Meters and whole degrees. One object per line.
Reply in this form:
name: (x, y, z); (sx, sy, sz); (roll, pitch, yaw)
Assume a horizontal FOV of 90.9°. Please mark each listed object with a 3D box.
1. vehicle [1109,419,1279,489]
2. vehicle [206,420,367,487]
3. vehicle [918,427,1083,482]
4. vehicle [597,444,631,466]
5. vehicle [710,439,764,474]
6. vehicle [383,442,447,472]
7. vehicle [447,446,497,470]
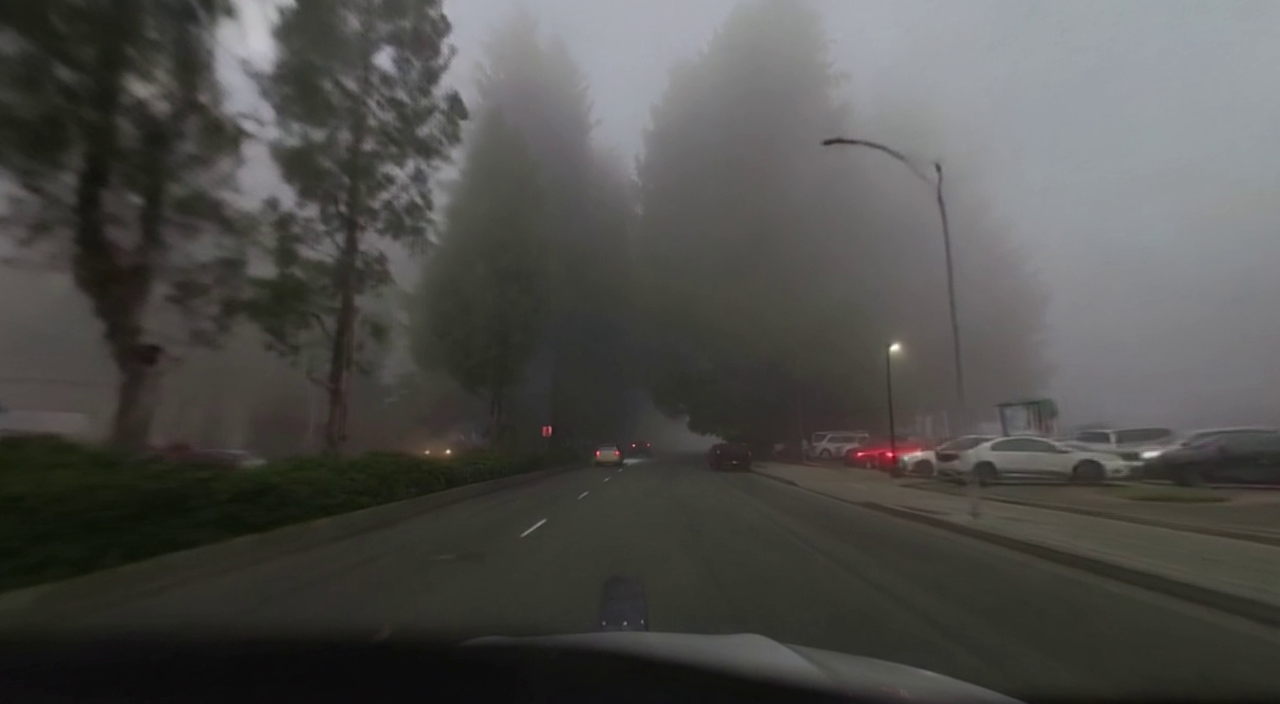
vehicle: (15.826, 2.836, 17.627); (1.823, 1.669, 4.863); (-1, -9, 3)
vehicle: (-18.516, 5.427, 34.116); (2.953, 3.076, 9.336); (0, -9, 3)
vehicle: (12.315, 3.530, 21.771); (4.454, 1.776, 1.891); (0, -9, 1)
vehicle: (-1.706, 6.955, 42.729); (1.959, 1.406, 4.272); (0, -9, 2)
vehicle: (4.978, 5.428, 32.932); (2.179, 1.709, 4.512); (0, -9, 1)
vehicle: (-14.213, 6.643, 40.151); (2.163, 1.761, 4.811); (0, -9, 2)
vehicle: (-10.480, 6.614, 39.613); (1.801, 1.407, 4.270); (0, -9, 2)
